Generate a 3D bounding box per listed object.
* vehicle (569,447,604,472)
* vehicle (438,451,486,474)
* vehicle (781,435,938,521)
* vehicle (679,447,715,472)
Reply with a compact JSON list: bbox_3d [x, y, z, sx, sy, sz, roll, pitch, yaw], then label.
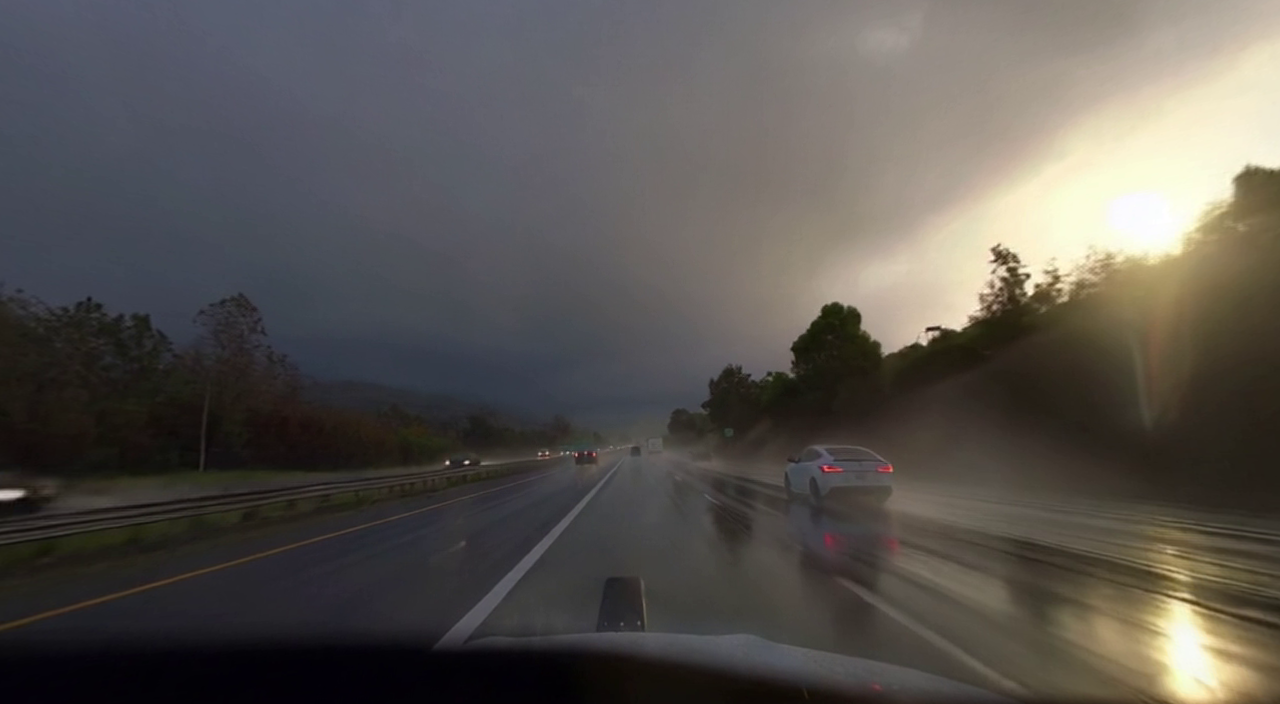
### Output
[{"bbox_3d":[-3.486,7.084,41.810,2.021,1.507,4.272,0,-9,-1],"label":"vehicle"},{"bbox_3d":[-12.116,7.518,43.226,1.918,1.488,4.565,0,-9,0],"label":"vehicle"},{"bbox_3d":[4.520,2.641,13.682,1.903,1.566,3.866,0,-9,-2],"label":"vehicle"},{"bbox_3d":[3.625,6.928,40.845,1.846,1.480,3.694,0,-9,-2],"label":"vehicle"}]
